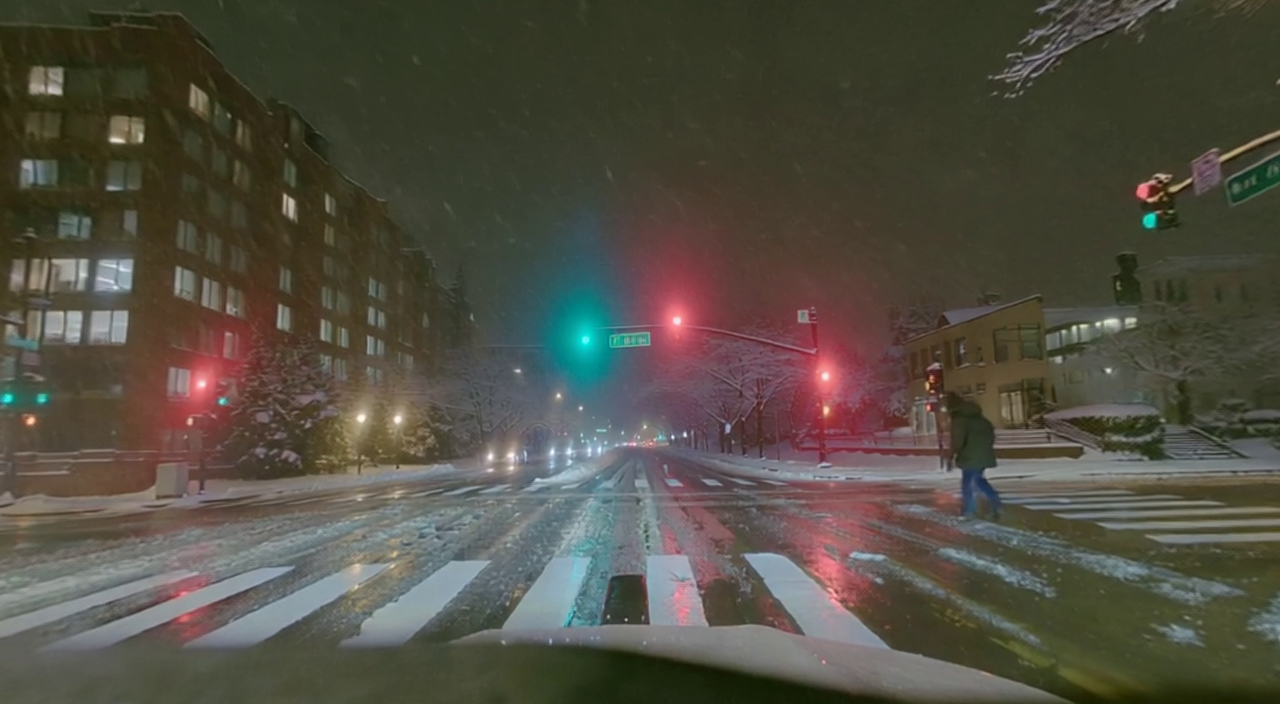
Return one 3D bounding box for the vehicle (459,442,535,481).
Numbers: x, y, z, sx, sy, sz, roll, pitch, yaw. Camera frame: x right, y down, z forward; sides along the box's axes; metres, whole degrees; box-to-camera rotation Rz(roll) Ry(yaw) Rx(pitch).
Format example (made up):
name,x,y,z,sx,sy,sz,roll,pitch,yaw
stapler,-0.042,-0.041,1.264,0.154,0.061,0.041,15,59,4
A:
name,x,y,z,sx,sy,sz,roll,pitch,yaw
vehicle,-5.879,4.547,26.483,2.127,1.473,4.428,0,-8,1
